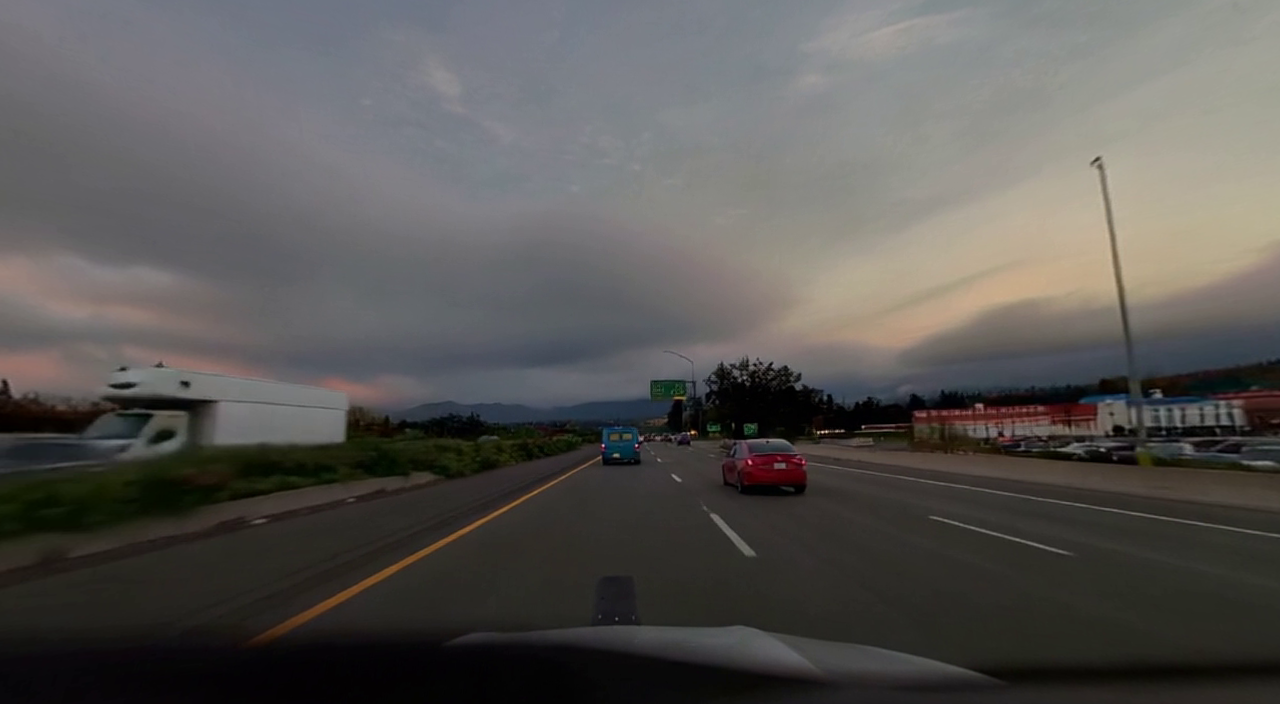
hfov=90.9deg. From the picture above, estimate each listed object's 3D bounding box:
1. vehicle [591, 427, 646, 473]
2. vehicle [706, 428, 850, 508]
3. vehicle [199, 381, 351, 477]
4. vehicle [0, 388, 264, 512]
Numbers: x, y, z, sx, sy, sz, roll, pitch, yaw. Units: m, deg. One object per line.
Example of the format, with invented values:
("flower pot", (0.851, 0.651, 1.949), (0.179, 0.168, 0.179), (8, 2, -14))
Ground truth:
("vehicle", (-0.815, 4.014, 26.122), (2.061, 1.732, 4.457), (0, -8, 0))
("vehicle", (2.950, 2.573, 14.677), (2.151, 1.550, 4.694), (0, -8, -2))
("vehicle", (-17.448, 3.813, 31.009), (2.803, 3.933, 8.156), (-3, -8, -1))
("vehicle", (-12.509, 2.391, 15.889), (2.508, 2.568, 5.529), (0, -8, 1))
